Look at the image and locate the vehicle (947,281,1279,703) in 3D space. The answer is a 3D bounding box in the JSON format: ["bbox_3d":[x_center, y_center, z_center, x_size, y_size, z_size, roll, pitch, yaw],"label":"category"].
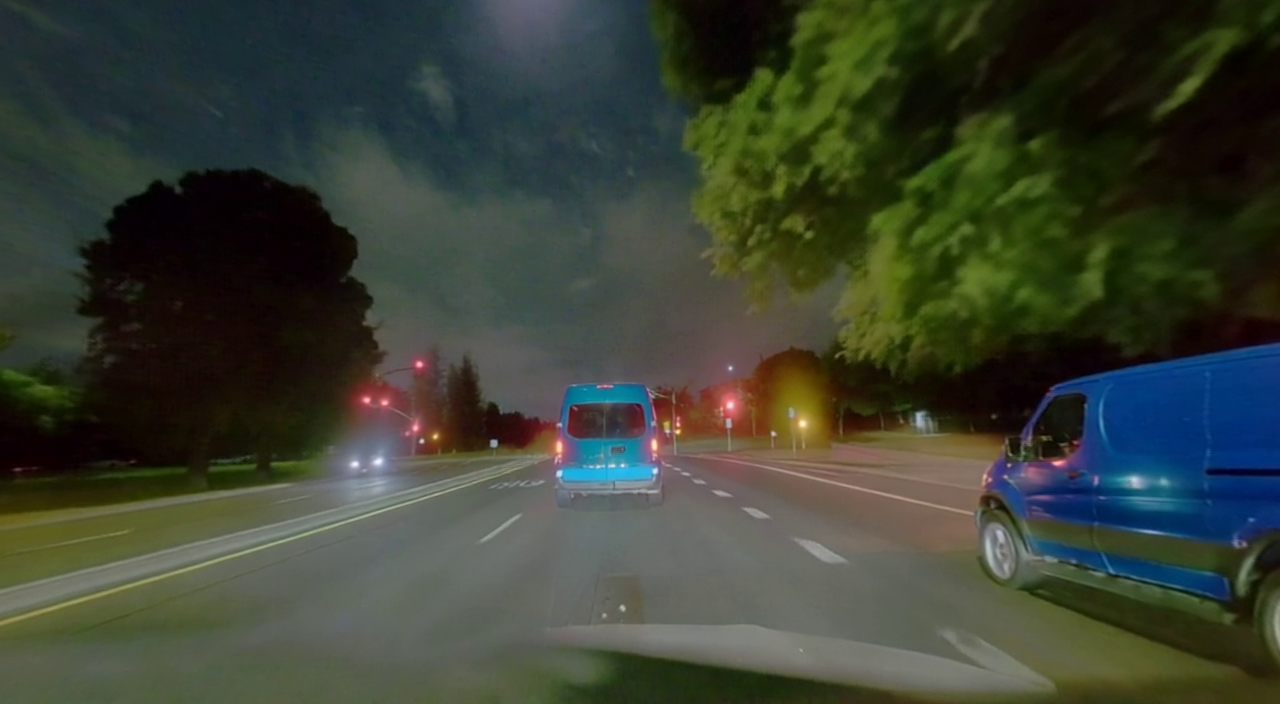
[{"bbox_3d":[3.713,0.762,3.482,1.988,1.873,3.968,0,-9,0],"label":"vehicle"}]

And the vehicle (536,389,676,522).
[{"bbox_3d":[-0.497,1.925,11.995,2.145,2.046,4.309,0,-9,1],"label":"vehicle"}]

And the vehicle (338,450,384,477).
[{"bbox_3d":[-16.921,6.772,38.524,1.833,1.504,4.141,2,-9,-14],"label":"vehicle"}]
